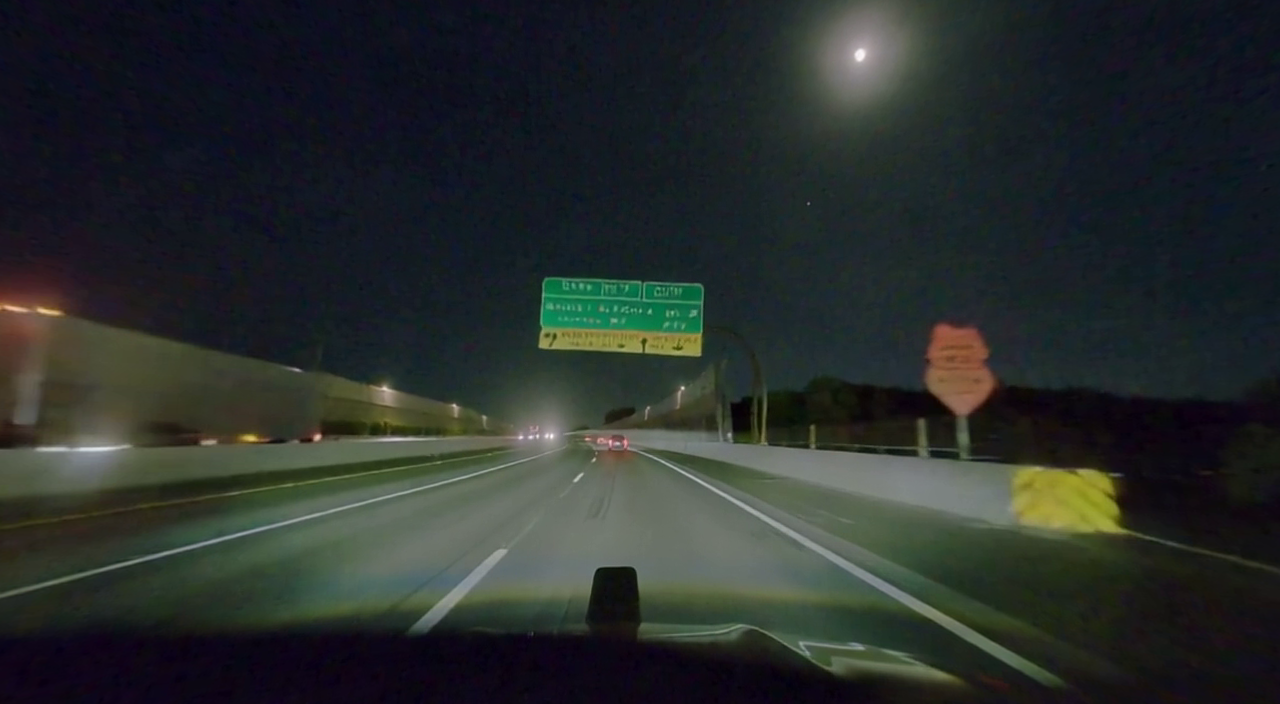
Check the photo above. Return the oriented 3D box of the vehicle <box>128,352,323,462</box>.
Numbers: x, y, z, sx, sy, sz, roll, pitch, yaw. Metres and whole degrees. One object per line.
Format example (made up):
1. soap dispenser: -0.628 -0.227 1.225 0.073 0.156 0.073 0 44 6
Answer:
1. vehicle: -17.037 2.512 26.887 2.869 4.000 7.977 0 -8 -1

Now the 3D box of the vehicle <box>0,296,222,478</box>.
1. vehicle: -16.817 1.120 17.221 2.953 4.309 11.639 0 -8 -1
